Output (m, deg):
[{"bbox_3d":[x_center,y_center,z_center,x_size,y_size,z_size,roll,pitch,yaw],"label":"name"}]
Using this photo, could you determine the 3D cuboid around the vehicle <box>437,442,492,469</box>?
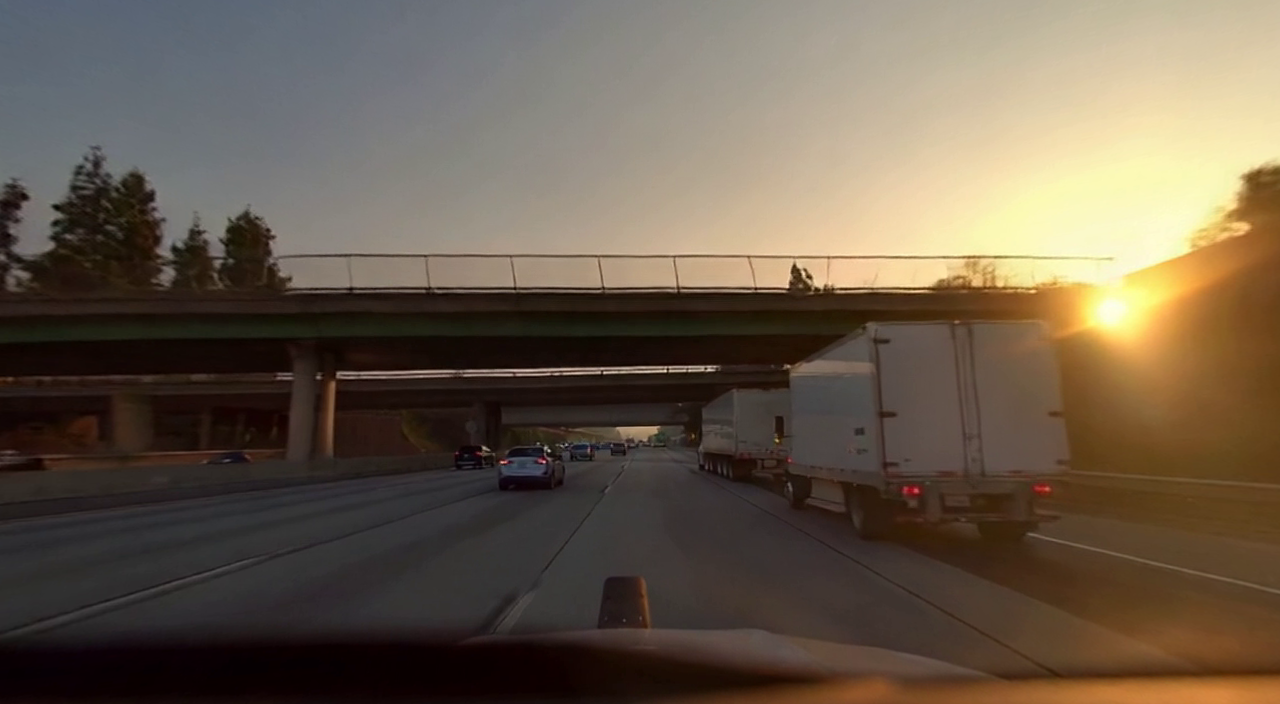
[{"bbox_3d":[-10.226,6.024,37.078,1.899,1.465,4.589,0,-8,1],"label":"vehicle"}]

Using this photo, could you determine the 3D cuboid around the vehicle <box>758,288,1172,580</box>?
[{"bbox_3d":[4.032,1.328,10.185,2.732,3.052,7.118,0,-8,-1],"label":"vehicle"}]

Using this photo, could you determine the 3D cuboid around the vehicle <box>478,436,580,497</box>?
[{"bbox_3d":[-2.909,3.103,17.543,1.981,1.473,4.317,0,-8,1],"label":"vehicle"}]
